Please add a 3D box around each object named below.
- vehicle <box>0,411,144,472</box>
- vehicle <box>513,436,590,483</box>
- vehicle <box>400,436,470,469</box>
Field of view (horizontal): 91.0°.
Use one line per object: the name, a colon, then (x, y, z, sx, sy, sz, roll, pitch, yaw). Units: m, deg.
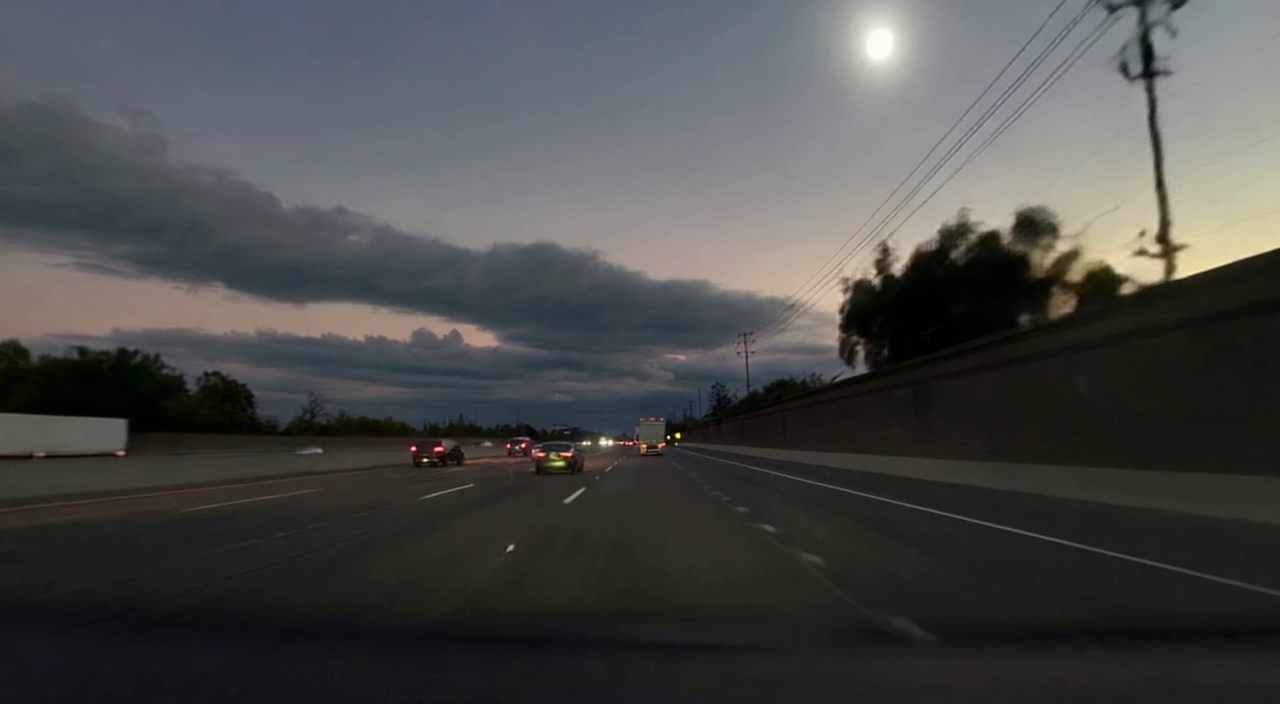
vehicle: (-44.379, 6.522, 45.583, 2.912, 4.085, 16.607, 0, -9, 2)
vehicle: (-3.123, 3.938, 23.388, 2.045, 1.532, 4.954, 0, -9, 1)
vehicle: (-10.793, 5.317, 33.531, 2.058, 1.621, 4.739, 0, -9, 1)
